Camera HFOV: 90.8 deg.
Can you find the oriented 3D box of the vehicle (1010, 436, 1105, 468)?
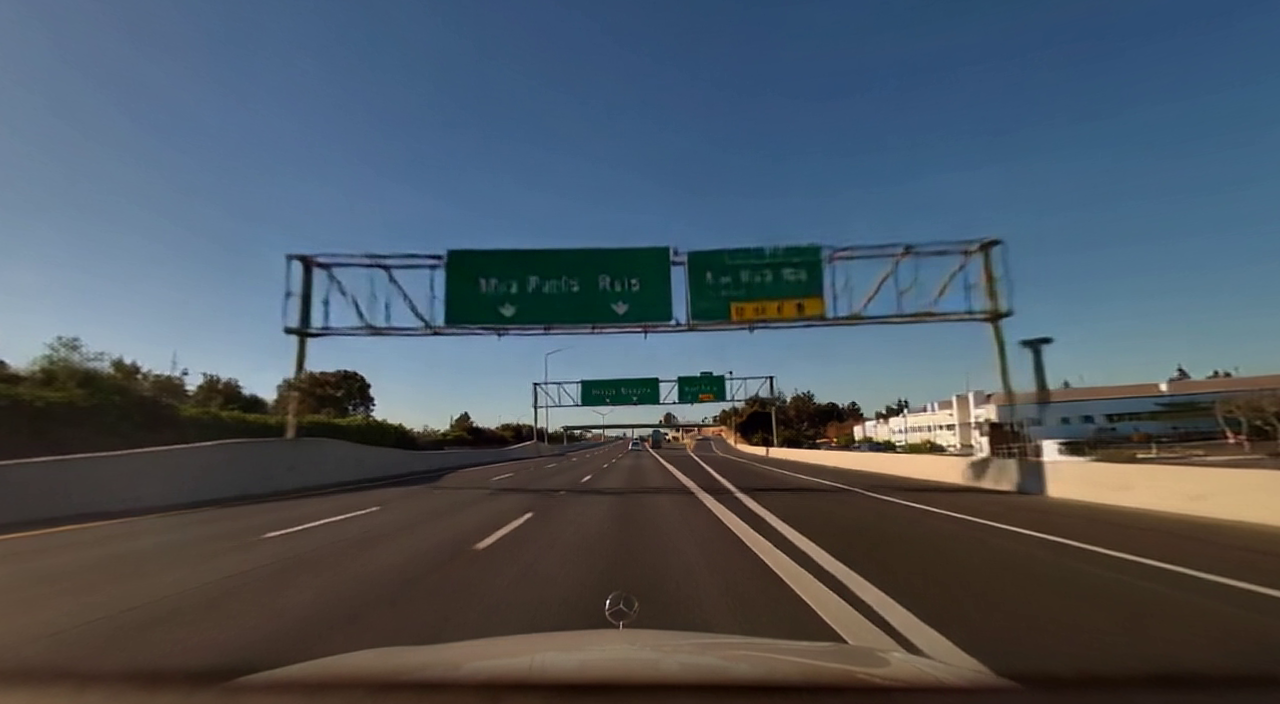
[{"bbox_3d":[32.325,7.766,49.301,2.715,2.214,6.889,1,-8,0],"label":"vehicle"}]
